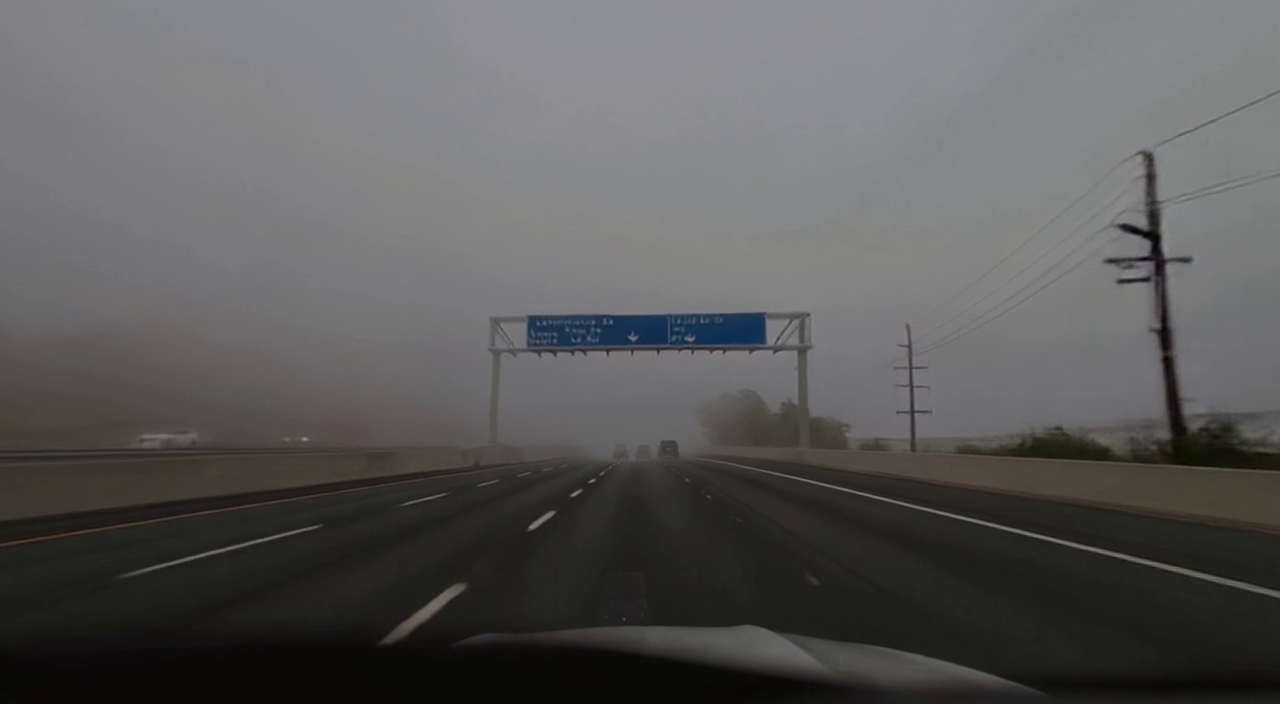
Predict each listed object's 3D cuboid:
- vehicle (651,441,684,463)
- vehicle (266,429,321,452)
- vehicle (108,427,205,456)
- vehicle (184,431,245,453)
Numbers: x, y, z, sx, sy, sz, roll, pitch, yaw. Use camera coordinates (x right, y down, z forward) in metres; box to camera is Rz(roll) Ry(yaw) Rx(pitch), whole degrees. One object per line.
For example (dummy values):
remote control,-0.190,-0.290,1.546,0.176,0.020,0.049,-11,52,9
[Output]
vehicle,1.884,7.025,44.400,2.036,1.486,4.375,0,-8,-2
vehicle,-26.350,6.784,48.116,1.796,1.563,3.964,3,-8,0
vehicle,-25.969,4.845,34.088,1.737,1.421,4.473,0,-8,0
vehicle,-29.933,6.385,44.500,1.671,1.450,3.753,0,-8,0
